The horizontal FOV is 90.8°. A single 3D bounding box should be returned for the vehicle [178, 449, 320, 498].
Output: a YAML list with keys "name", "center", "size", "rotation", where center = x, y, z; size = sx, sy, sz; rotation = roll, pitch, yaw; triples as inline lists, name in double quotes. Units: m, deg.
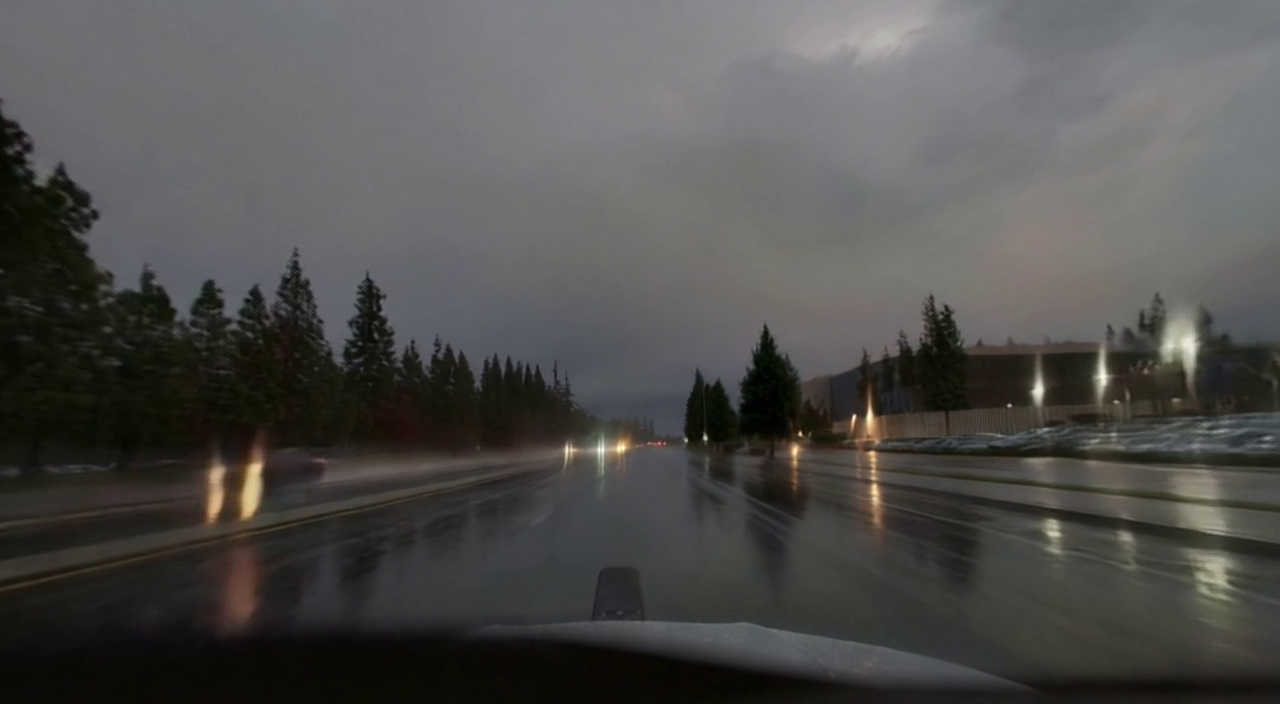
- name: "vehicle"
  center: [-13.226, 4.106, 21.781]
  size: [1.863, 1.456, 4.579]
  rotation: [0, -8, 1]
